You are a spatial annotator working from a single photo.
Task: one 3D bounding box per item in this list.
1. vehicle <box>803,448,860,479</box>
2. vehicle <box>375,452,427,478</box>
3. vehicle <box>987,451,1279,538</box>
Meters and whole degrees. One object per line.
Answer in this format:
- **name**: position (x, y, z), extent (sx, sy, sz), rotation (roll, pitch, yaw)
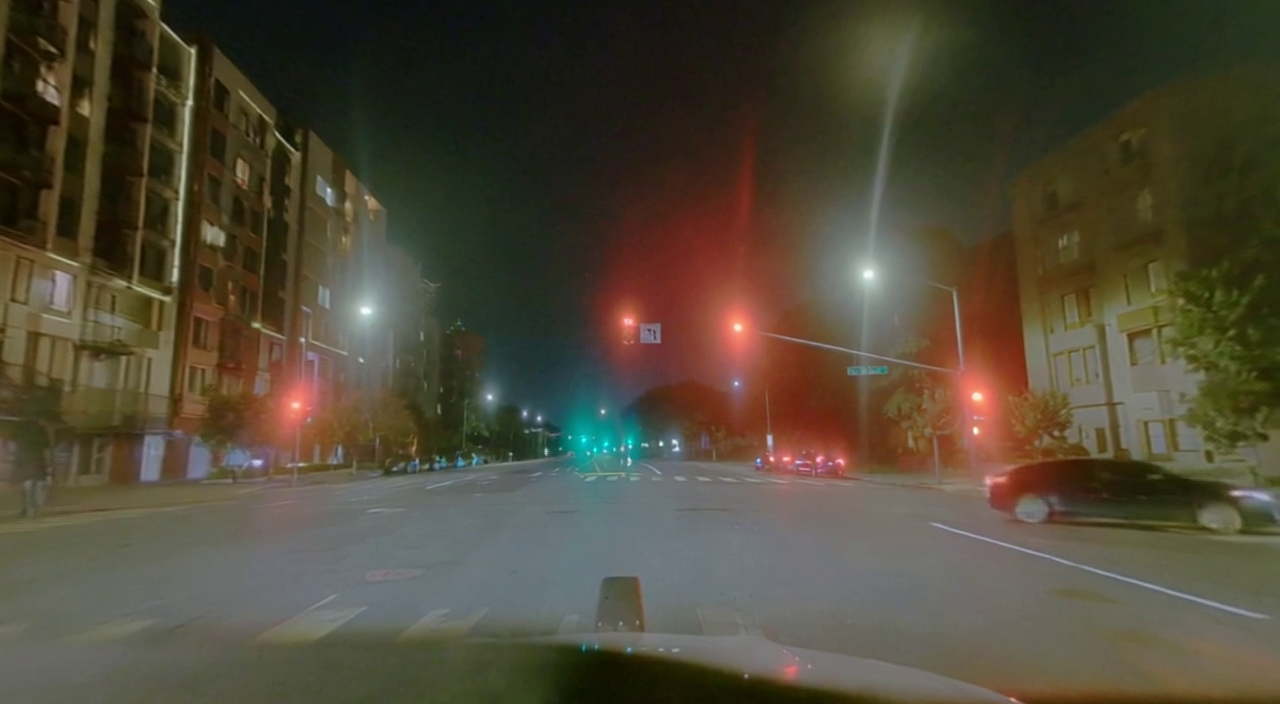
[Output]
- **vehicle**: position (12.667, 7.373, 42.180), extent (2.181, 1.876, 4.723), rotation (0, -8, -2)
- **vehicle**: position (-16.910, 7.994, 44.837), extent (2.075, 1.708, 4.335), rotation (0, -8, -2)
- **vehicle**: position (9.977, 2.776, 12.943), extent (4.683, 1.460, 1.933), rotation (-7, -11, 38)
